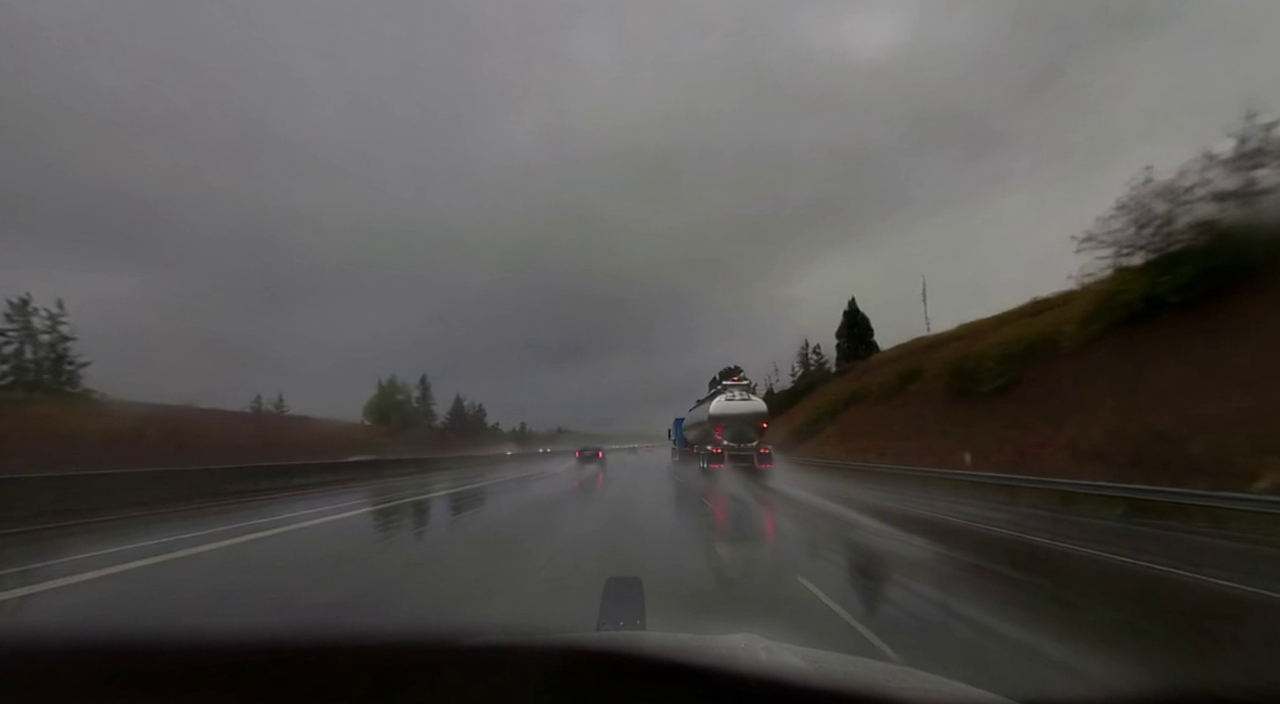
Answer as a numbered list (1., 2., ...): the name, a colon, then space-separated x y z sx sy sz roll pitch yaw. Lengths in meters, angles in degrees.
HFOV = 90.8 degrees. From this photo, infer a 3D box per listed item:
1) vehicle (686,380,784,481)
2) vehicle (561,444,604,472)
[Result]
1. vehicle: 3.892 3.664 28.445 2.759 3.734 9.708 0 -9 -1
2. vehicle: -3.249 6.084 36.422 1.986 1.458 4.506 0 -9 1
